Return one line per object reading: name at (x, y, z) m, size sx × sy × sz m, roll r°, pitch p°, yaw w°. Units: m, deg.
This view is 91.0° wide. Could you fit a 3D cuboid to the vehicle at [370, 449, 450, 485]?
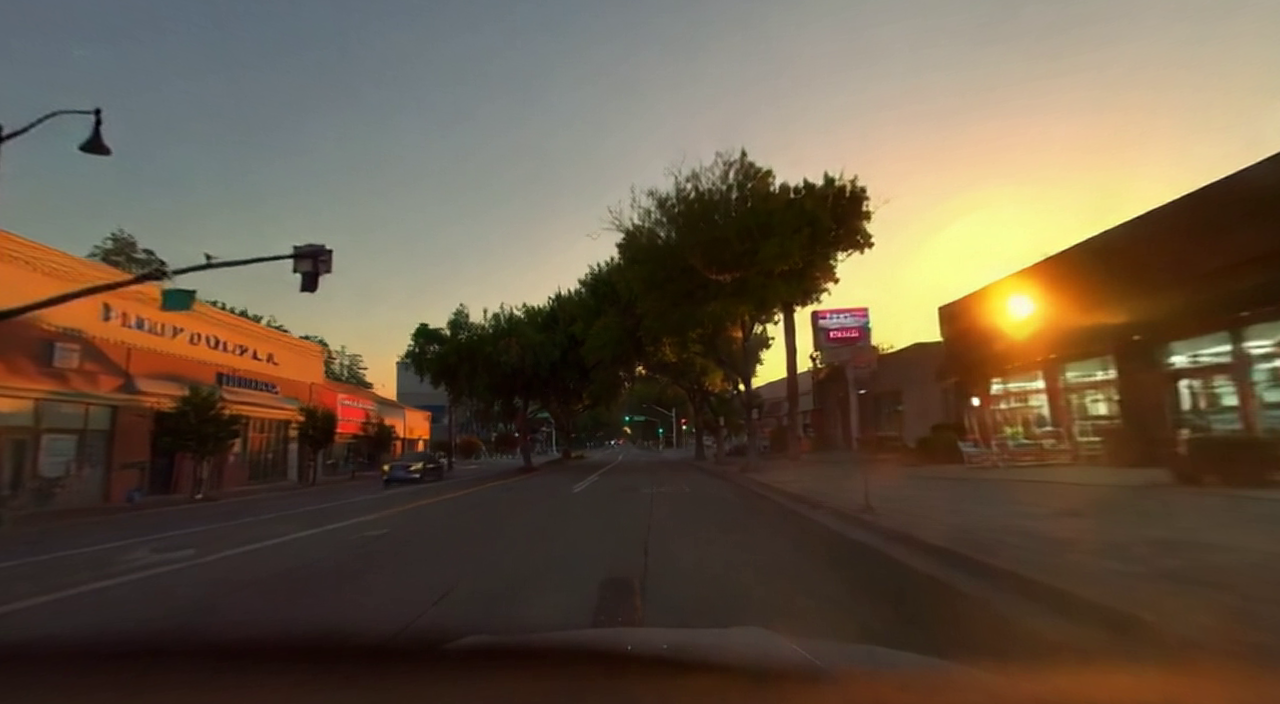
vehicle at (-10.622, 5.329, 29.452) m, size 1.889 × 1.499 × 4.541 m, roll -1°, pitch -8°, yaw 2°
